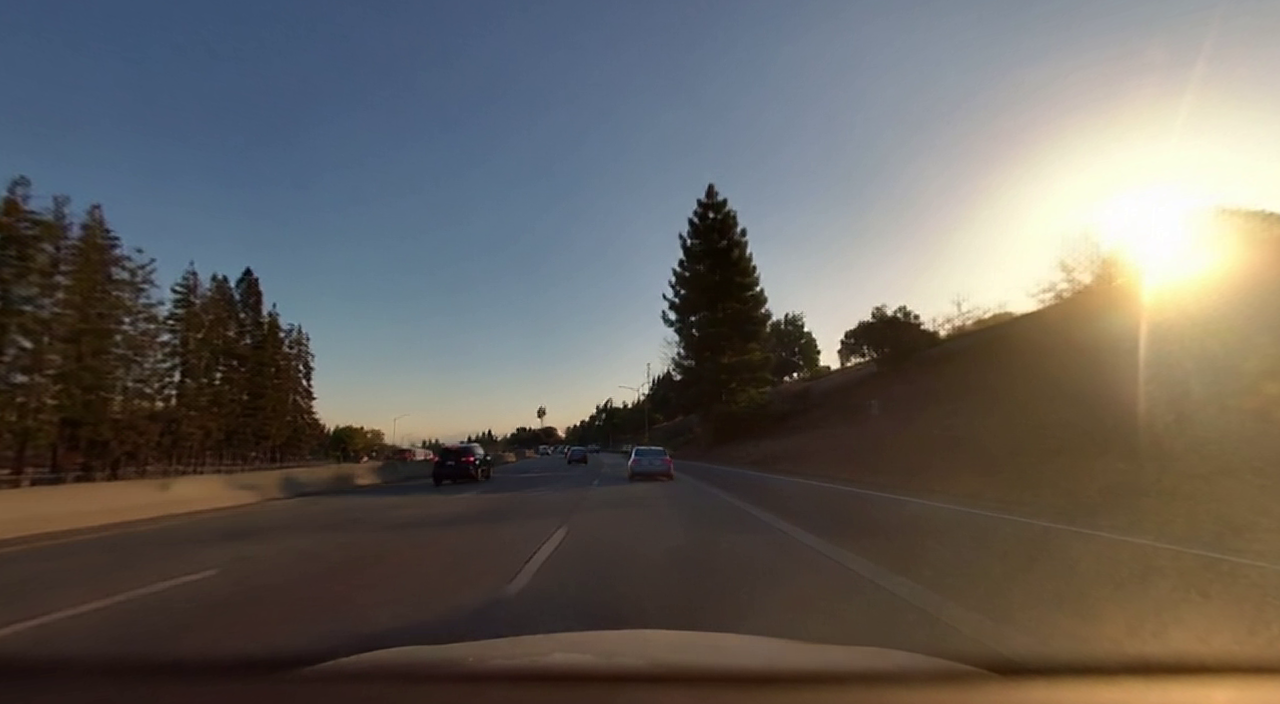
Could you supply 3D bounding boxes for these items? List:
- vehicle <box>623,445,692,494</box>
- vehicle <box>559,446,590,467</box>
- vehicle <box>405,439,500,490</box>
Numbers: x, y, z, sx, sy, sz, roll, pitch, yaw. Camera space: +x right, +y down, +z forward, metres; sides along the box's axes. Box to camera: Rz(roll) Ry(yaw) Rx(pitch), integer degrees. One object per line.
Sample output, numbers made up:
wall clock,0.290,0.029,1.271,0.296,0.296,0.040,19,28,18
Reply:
vehicle,0.472,3.800,20.797,2.051,1.444,3.927,0,-9,-2
vehicle,-5.070,8.172,49.494,2.246,1.519,4.980,1,-9,-4
vehicle,-6.855,4.176,23.713,2.221,1.693,4.631,0,-9,-1
